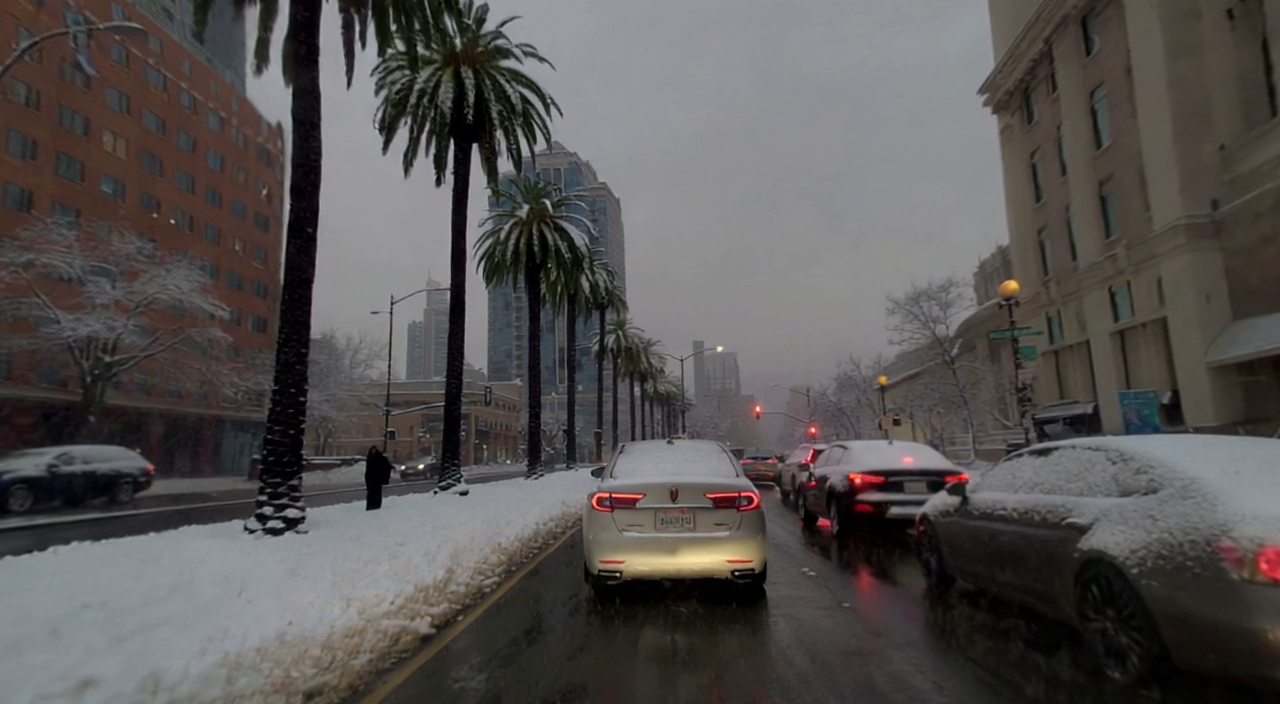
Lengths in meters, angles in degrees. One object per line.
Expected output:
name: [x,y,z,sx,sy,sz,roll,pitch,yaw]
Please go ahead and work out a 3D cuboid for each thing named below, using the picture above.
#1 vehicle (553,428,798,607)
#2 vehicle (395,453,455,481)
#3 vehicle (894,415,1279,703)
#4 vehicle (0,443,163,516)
vehicle: [0.336,1.697,7.300,2.078,1.503,3.681,0,-9,1]
vehicle: [-13.468,7.195,39.779,1.801,1.563,4.015,-2,-9,9]
vehicle: [3.640,1.298,4.578,1.913,1.469,4.425,-1,-9,3]
vehicle: [-17.430,3.642,18.585,2.247,1.868,5.132,-2,-9,9]
